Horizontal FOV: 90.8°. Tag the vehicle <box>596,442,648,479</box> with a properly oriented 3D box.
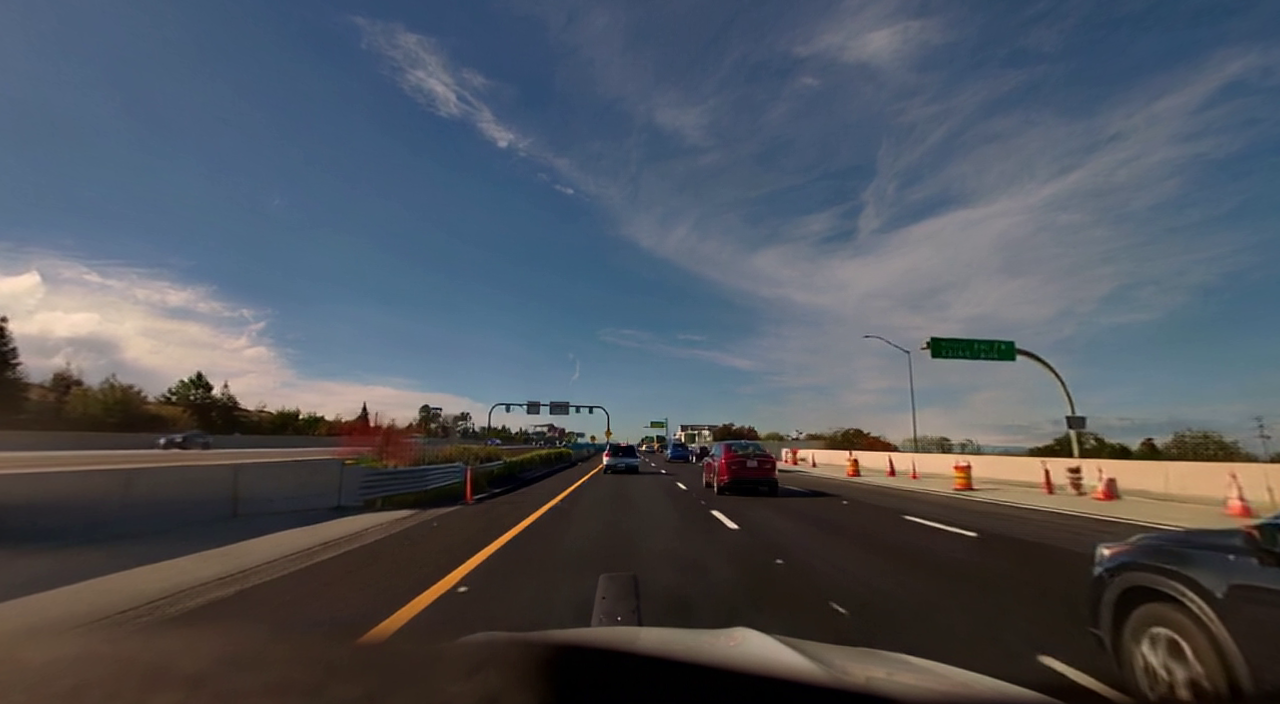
[{"bbox_3d":[-0.751,4.671,27.387,2.069,1.470,4.004,0,-9,-1],"label":"vehicle"}]

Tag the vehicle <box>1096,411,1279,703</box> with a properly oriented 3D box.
[{"bbox_3d":[3.307,0.748,0.948,1.996,1.455,4.281,0,-9,-1],"label":"vehicle"}]

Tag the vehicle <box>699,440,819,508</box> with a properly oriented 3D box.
[{"bbox_3d":[2.795,2.979,15.975,2.042,1.460,4.451,0,-9,-2],"label":"vehicle"}]

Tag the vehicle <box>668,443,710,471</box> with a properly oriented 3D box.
[{"bbox_3d":[2.741,6.038,36.556,1.916,1.487,4.117,0,-9,-3],"label":"vehicle"}]

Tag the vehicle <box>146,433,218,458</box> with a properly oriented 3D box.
[{"bbox_3d":[-32.199,6.592,44.583,1.865,1.651,4.323,0,-9,-1],"label":"vehicle"}]
